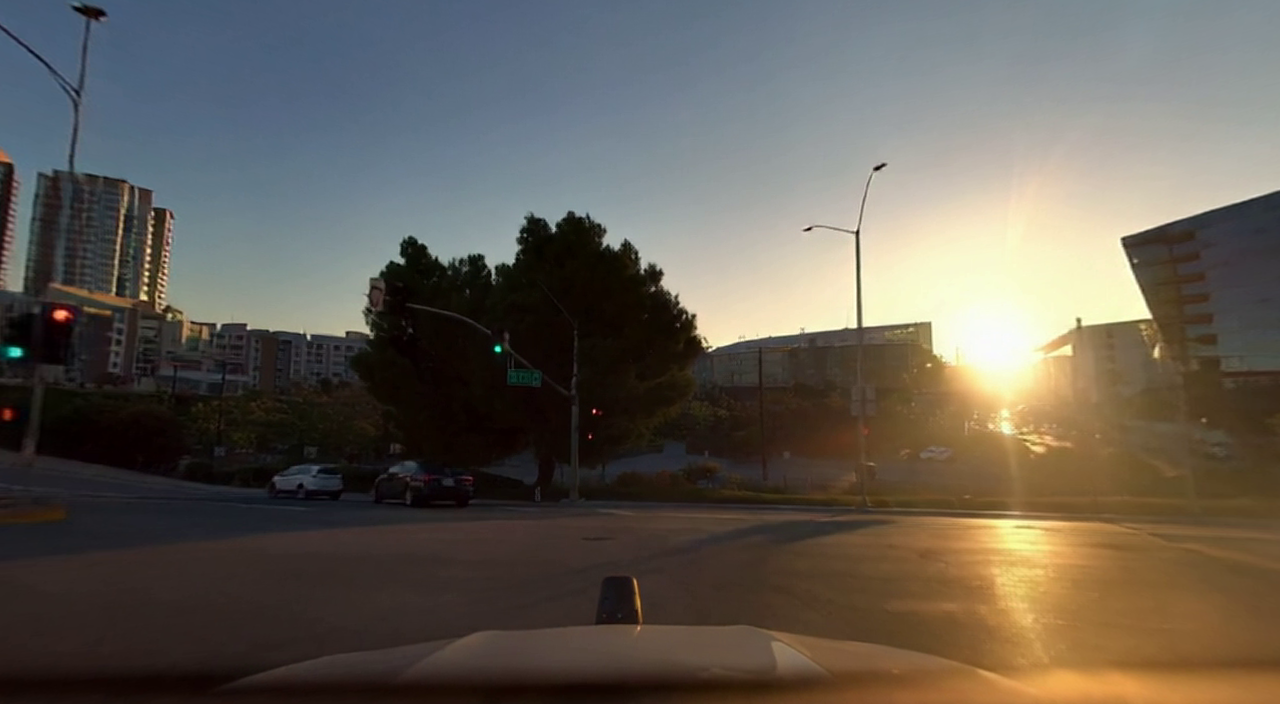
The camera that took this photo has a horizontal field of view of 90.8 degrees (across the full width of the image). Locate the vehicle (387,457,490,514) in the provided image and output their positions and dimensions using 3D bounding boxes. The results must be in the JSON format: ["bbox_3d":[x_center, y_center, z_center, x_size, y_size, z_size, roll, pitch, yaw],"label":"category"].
[{"bbox_3d":[-6.593,4.232,20.451,2.048,1.516,3.874,5,-10,-35],"label":"vehicle"}]

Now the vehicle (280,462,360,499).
[{"bbox_3d":[-16.005,6.338,31.537,3.852,1.605,2.007,-7,-10,37],"label":"vehicle"}]
